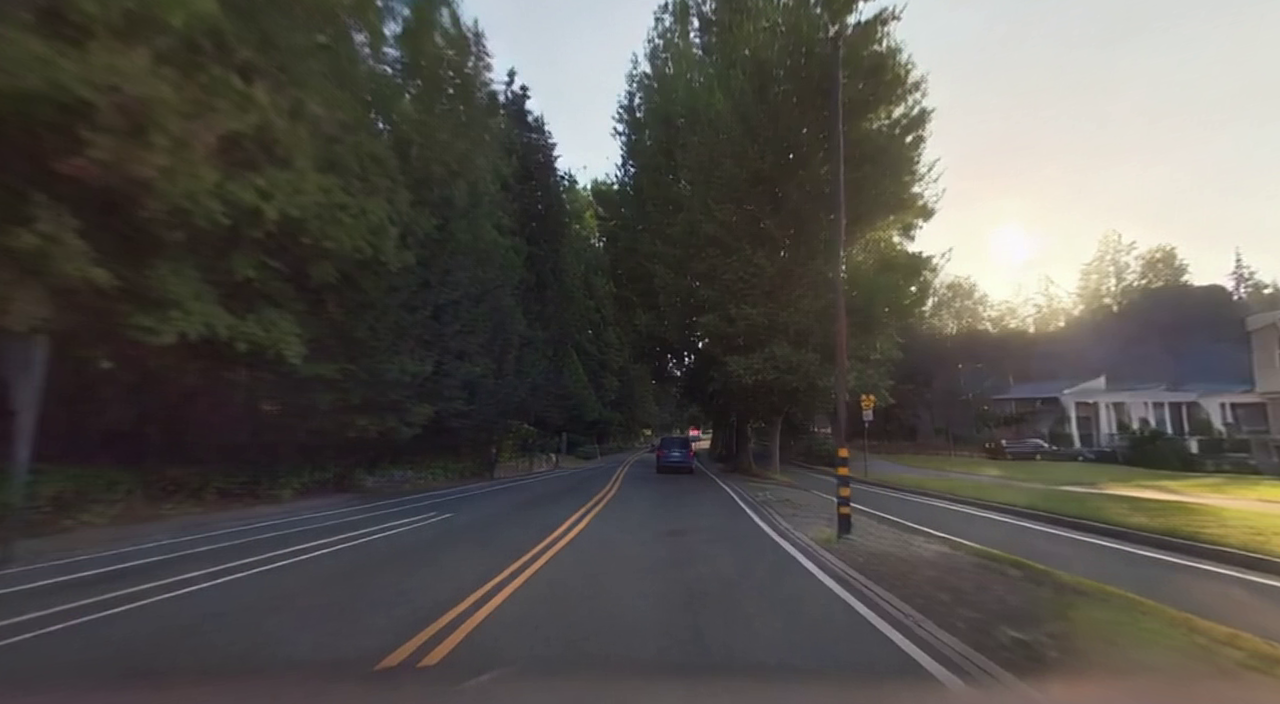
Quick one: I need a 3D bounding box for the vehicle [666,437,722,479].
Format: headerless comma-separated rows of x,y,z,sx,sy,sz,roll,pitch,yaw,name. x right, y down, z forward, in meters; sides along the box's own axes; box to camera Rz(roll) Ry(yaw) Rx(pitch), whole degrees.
2.440,4.608,27.665,2.216,1.708,4.110,-1,-9,7,vehicle
